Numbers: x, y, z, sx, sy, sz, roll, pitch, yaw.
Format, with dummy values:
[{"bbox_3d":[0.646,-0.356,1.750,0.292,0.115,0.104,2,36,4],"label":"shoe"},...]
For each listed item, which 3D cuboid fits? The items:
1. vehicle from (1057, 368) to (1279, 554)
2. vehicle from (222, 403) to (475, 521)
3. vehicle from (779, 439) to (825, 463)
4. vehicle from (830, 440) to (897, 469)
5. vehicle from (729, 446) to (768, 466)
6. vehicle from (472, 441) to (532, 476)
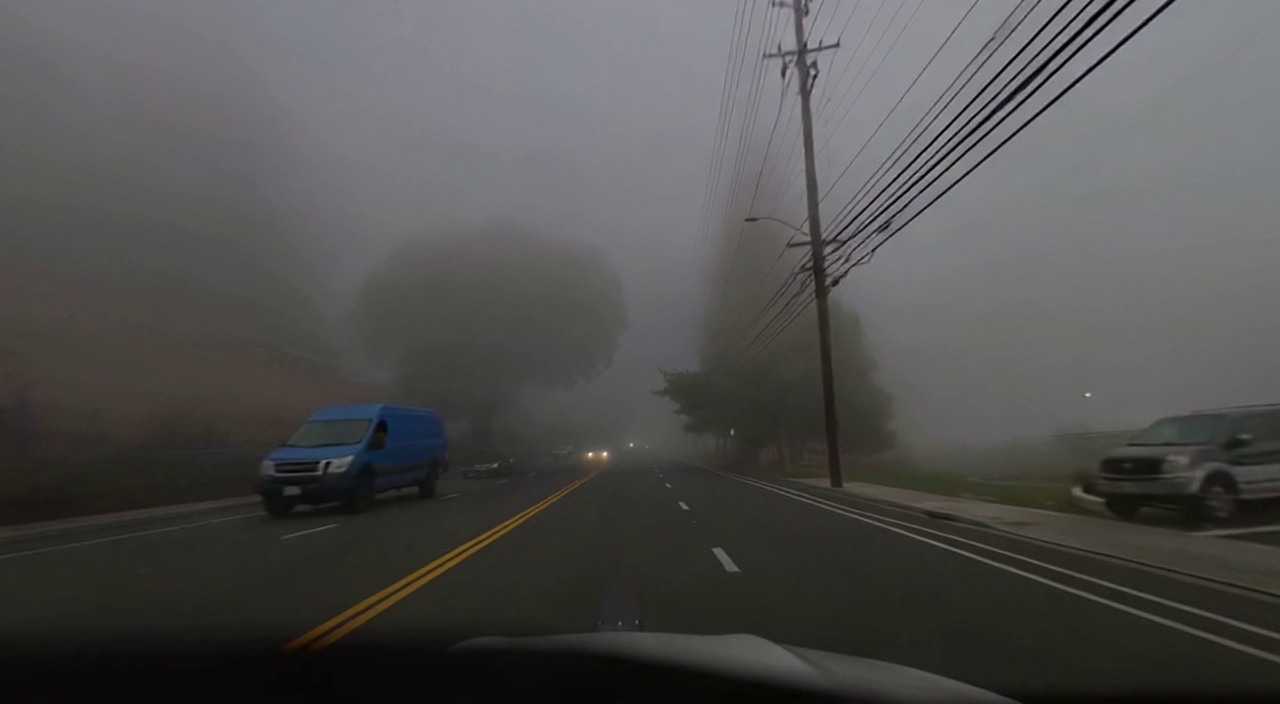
[{"bbox_3d":[9.971,1.758,10.629,6.532,2.291,2.575,6,-10,-36],"label":"vehicle"},{"bbox_3d":[-6.918,2.782,16.547,2.909,2.362,7.390,-1,-8,2],"label":"vehicle"},{"bbox_3d":[12.581,7.738,49.316,2.051,1.811,5.330,0,-9,-1],"label":"vehicle"},{"bbox_3d":[12.969,5.975,36.912,2.143,1.518,4.893,0,-8,0],"label":"vehicle"},{"bbox_3d":[8.175,7.843,47.814,1.869,1.428,4.250,0,-9,-5],"label":"vehicle"},{"bbox_3d":[-7.341,5.704,34.031,2.242,1.741,4.519,0,-8,-1],"label":"vehicle"}]
